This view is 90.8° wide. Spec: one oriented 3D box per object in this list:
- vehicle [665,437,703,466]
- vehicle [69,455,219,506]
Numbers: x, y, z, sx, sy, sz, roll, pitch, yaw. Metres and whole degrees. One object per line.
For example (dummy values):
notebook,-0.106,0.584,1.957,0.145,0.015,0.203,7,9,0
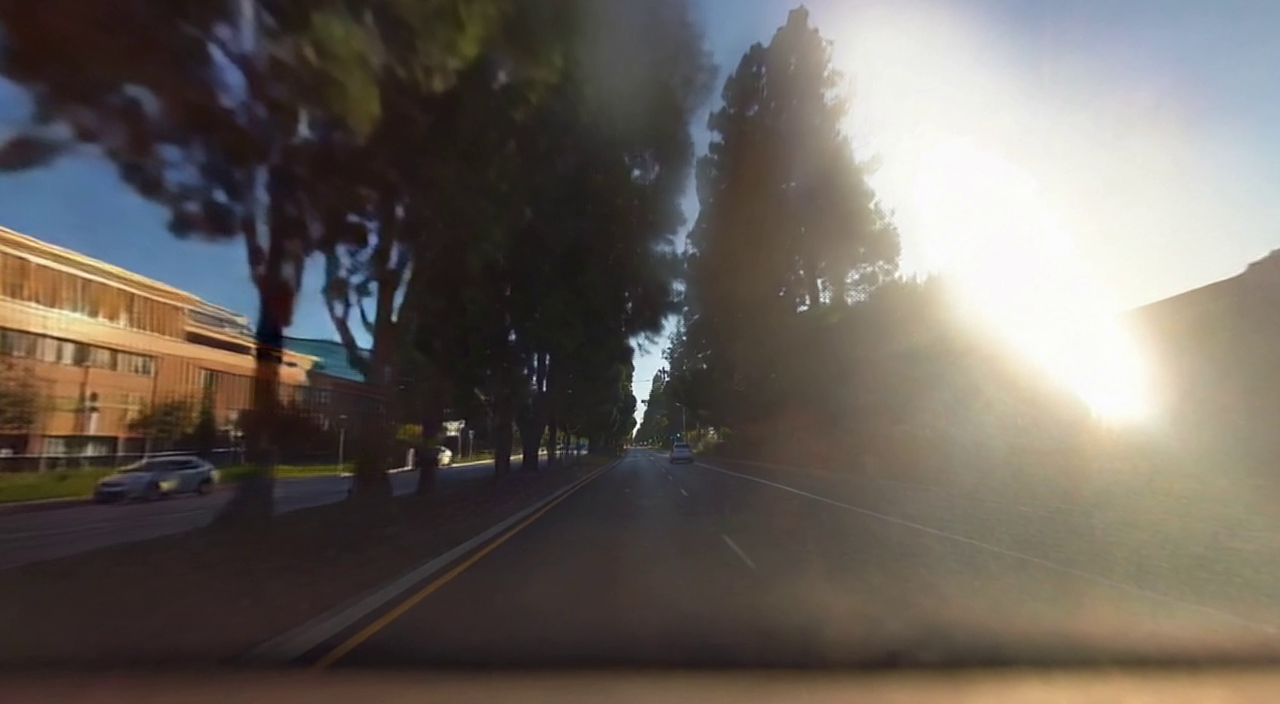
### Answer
vehicle,2.867,6.698,42.773,2.085,1.828,5.383,0,-8,-1
vehicle,-16.774,4.331,21.667,1.857,1.519,3.969,0,-8,1
